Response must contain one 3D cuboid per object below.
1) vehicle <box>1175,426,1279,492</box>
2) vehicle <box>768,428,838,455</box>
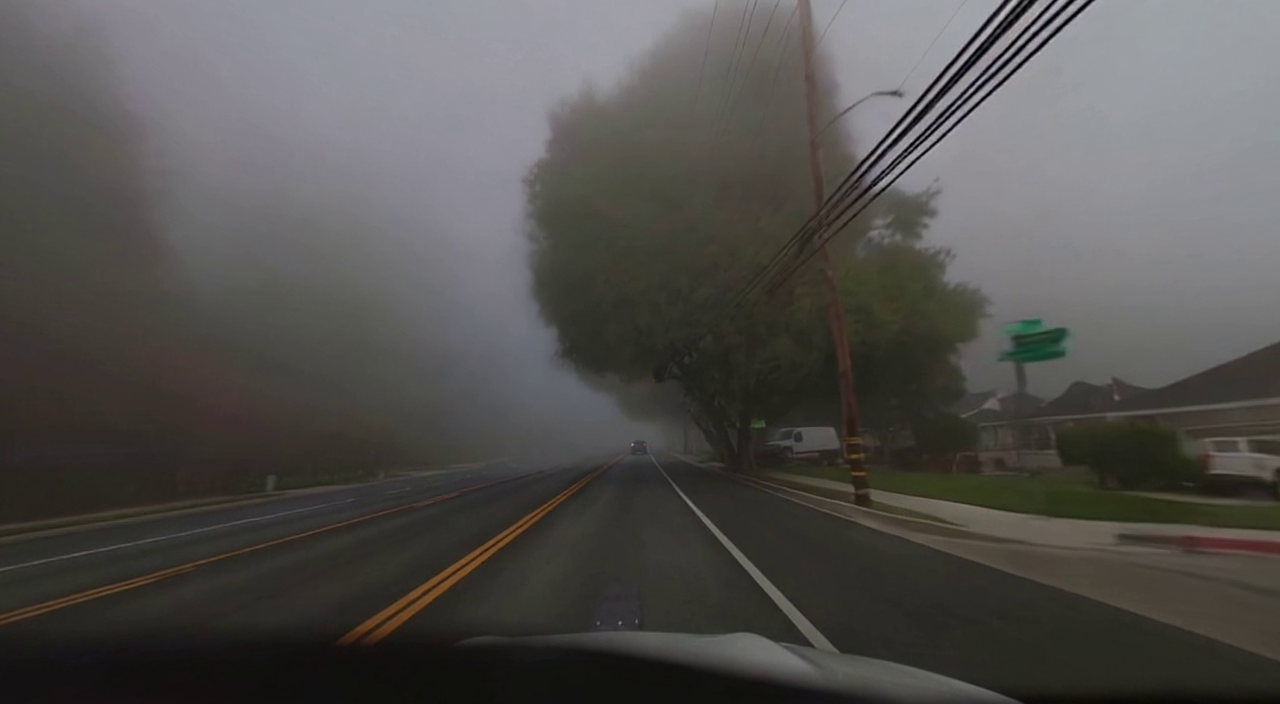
[{"bbox_3d":[15.201,2.432,14.550,4.034,1.403,1.821,0,-8,-2],"label":"vehicle"},{"bbox_3d":[12.799,7.063,49.741,4.905,2.056,2.058,0,-9,0],"label":"vehicle"}]
